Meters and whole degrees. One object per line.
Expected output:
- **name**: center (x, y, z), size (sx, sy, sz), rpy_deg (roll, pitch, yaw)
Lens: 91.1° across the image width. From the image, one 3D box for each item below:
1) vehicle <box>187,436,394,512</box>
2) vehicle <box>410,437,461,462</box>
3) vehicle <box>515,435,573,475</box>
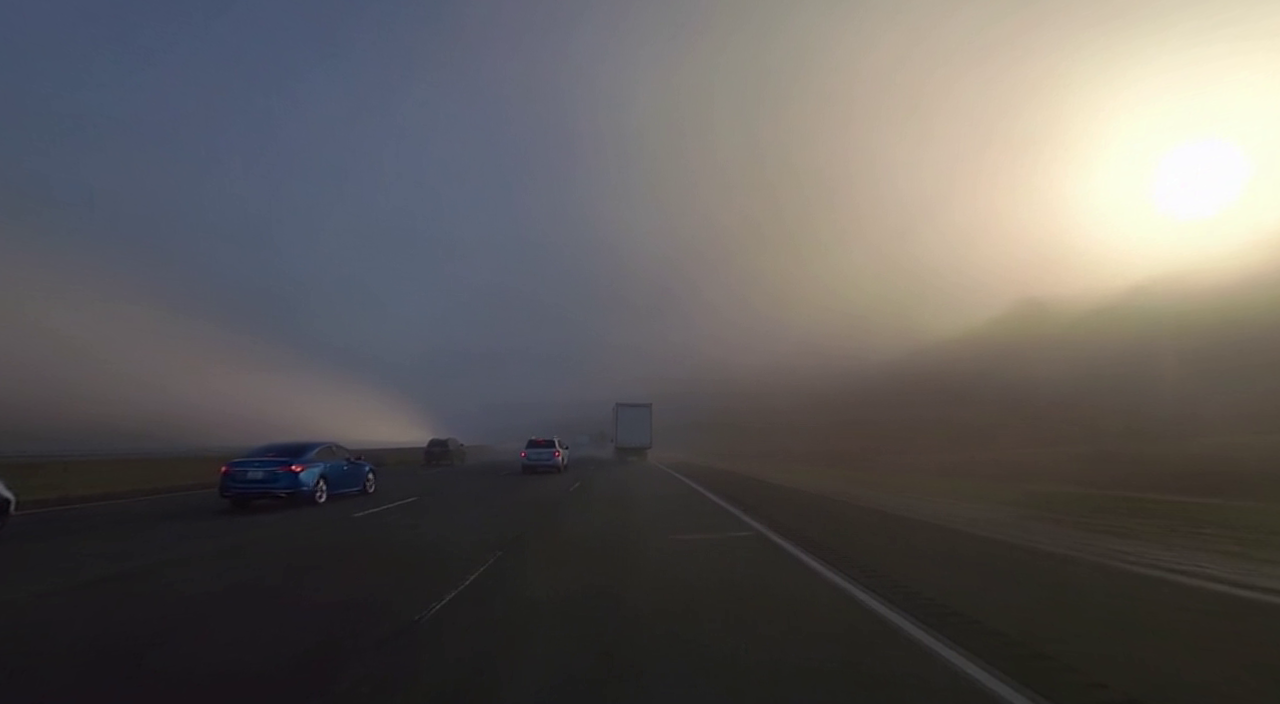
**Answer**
- **vehicle**: center (-7.911, 2.777, 14.897), size (2.271, 1.488, 4.597), rpy_deg (0, -8, 0)
- **vehicle**: center (-15.985, 7.624, 49.453), size (2.285, 1.835, 5.672), rpy_deg (0, -8, -3)
- **vehicle**: center (-4.272, 4.627, 28.525), size (2.109, 1.684, 3.783), rpy_deg (0, -8, -1)
